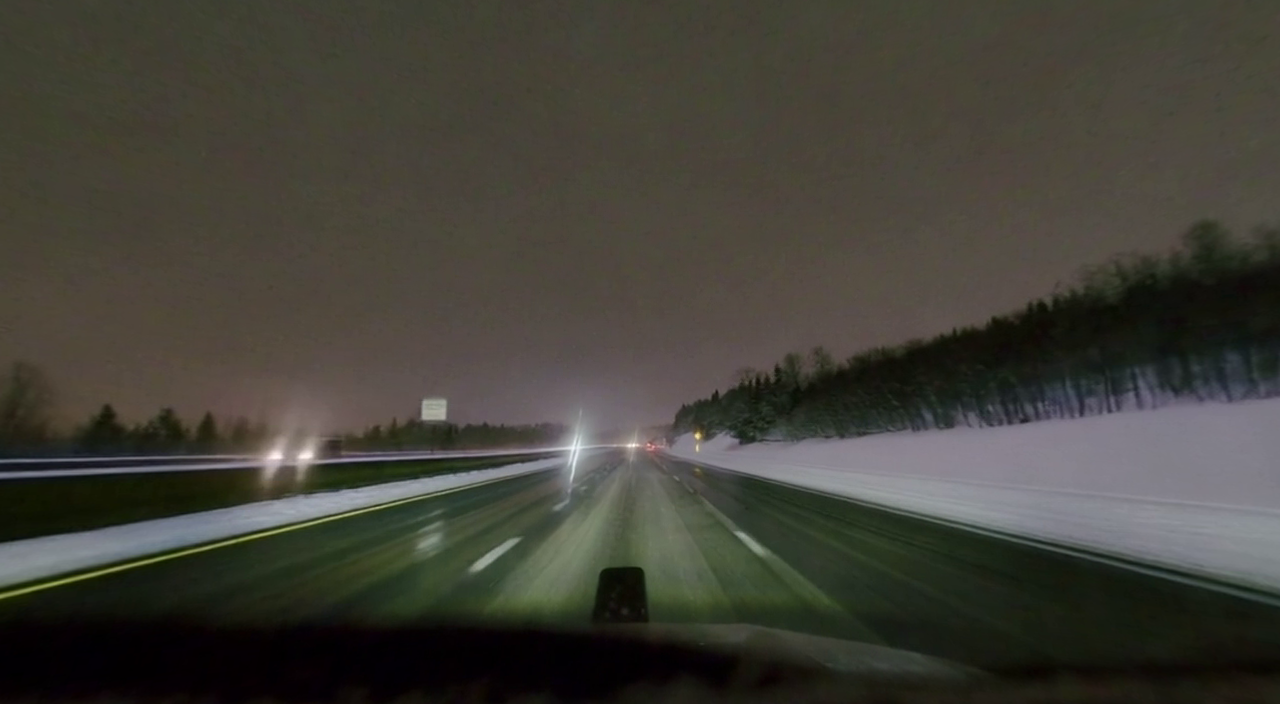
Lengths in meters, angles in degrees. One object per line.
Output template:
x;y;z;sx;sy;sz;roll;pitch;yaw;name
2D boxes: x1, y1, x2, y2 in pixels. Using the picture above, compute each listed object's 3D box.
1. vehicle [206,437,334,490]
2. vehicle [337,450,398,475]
-15.318;4.639;26.542;2.076;1.976;5.353;0;-9;0;vehicle
-18.304;7.413;42.521;2.062;1.516;4.761;0;-9;-1;vehicle
